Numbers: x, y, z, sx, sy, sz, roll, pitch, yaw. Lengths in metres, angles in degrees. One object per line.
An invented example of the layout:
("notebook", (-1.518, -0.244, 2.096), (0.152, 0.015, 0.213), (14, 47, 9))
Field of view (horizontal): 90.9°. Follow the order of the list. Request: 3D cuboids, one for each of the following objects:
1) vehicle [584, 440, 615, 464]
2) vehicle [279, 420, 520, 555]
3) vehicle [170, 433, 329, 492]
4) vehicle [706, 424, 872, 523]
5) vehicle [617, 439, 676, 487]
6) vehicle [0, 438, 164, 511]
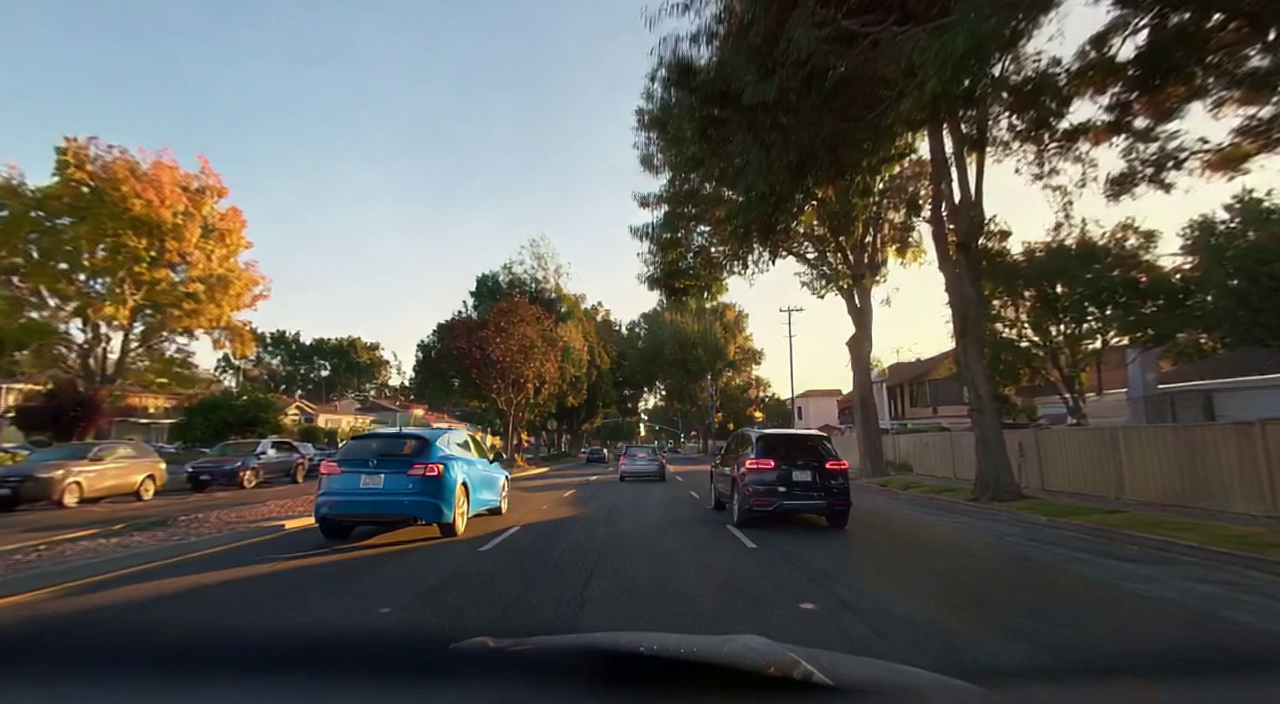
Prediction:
("vehicle", (-3.135, 7.795, 49.399), (2.014, 1.755, 4.360), (0, -8, 1))
("vehicle", (-3.521, 2.074, 10.426), (2.043, 1.687, 4.676), (0, -8, 1))
("vehicle", (-12.477, 3.563, 20.635), (1.928, 1.675, 4.900), (0, -8, 2))
("vehicle", (2.894, 2.496, 13.469), (2.280, 1.747, 4.361), (1, -8, -3))
("vehicle", (0.226, 3.917, 22.546), (1.922, 1.579, 3.642), (0, -8, 0))
("vehicle", (-16.120, 3.205, 16.850), (2.318, 1.684, 5.150), (-3, -8, 9))
